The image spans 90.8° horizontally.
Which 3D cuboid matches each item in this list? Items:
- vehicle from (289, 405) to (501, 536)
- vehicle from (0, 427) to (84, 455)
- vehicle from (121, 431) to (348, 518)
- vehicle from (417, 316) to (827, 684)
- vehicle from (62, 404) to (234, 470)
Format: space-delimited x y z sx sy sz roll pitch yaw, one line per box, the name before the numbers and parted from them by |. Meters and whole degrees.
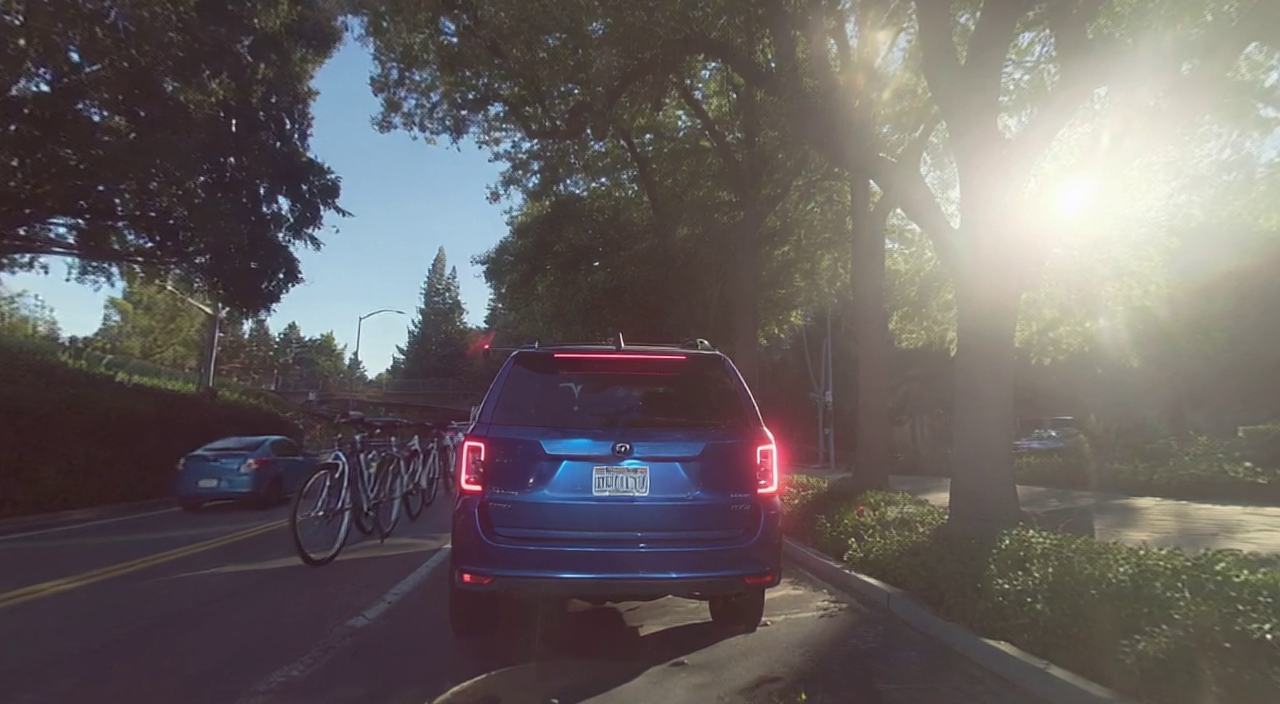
vehicle | -4.131 2.116 11.894 2.337 1.858 5.409 1 -9 -6
vehicle | -36.693 5.405 38.354 3.926 1.536 1.731 -1 -8 -8
vehicle | -8.204 2.501 13.447 2.024 1.511 4.550 0 -8 -4
vehicle | -0.235 1.159 6.004 2.333 2.087 4.586 0 -8 -4
vehicle | -30.829 5.389 39.934 8.040 3.335 3.070 -3 -9 -8
